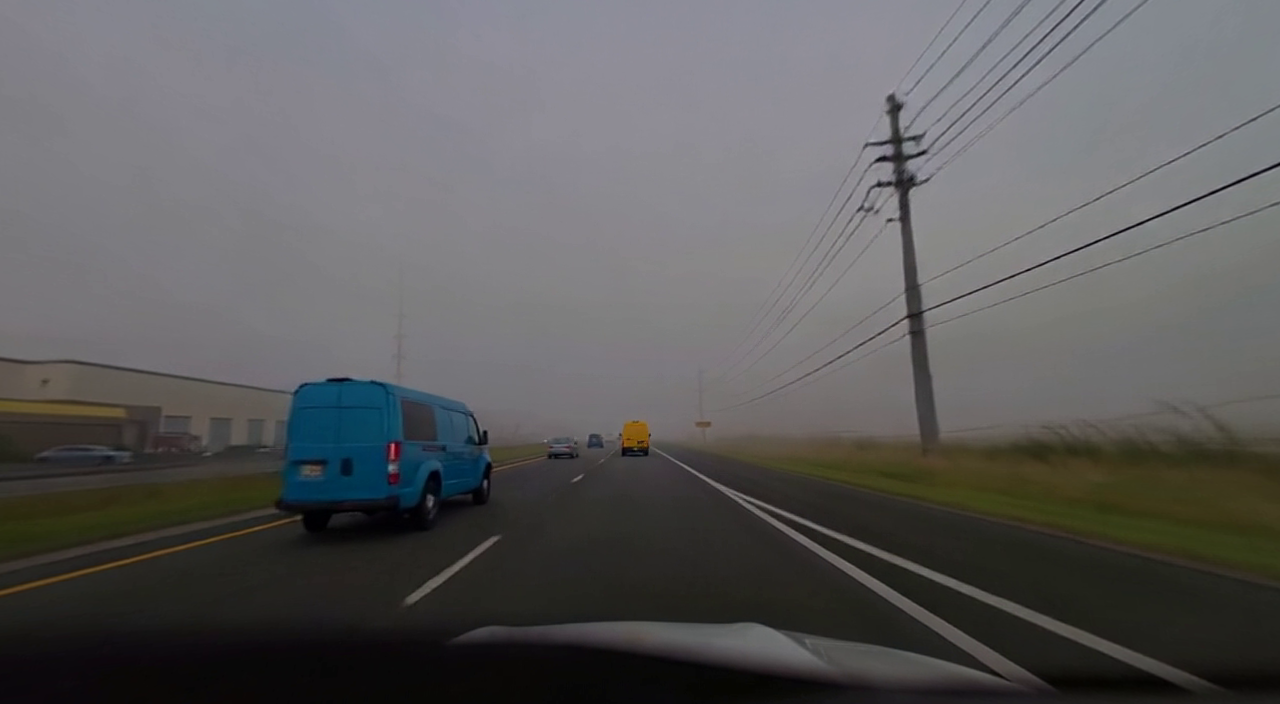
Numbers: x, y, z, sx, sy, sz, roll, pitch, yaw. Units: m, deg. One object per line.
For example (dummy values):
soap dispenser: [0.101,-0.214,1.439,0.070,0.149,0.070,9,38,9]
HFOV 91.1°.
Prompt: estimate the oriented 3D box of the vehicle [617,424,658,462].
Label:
vehicle: [-0.170,5.229,36.283,2.213,1.997,4.456,0,-8,-1]

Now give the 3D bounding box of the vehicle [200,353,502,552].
vehicle: [-4.152,1.597,10.622,2.388,2.410,5.787,0,-8,-1]

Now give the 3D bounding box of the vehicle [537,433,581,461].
vehicle: [-4.653,5.544,36.865,2.058,1.557,4.125,0,-8,0]
